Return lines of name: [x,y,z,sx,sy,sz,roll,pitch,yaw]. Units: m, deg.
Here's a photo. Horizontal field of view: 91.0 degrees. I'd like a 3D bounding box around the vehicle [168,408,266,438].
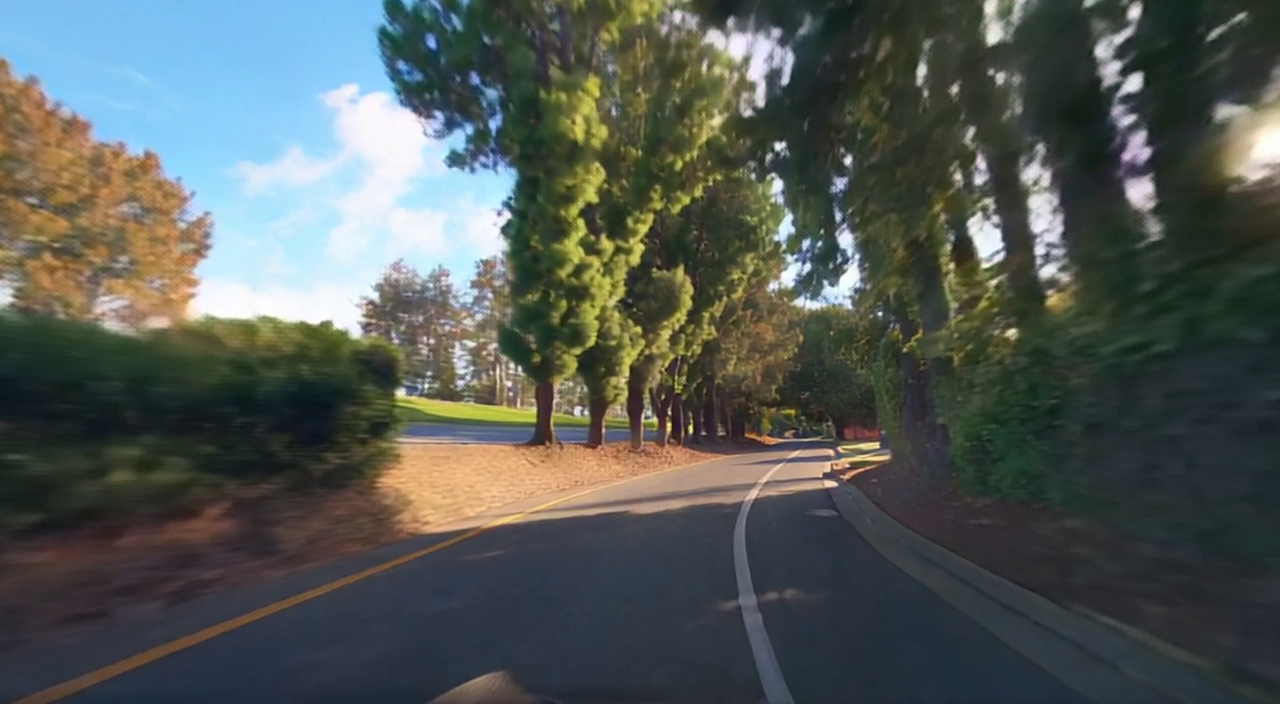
vehicle: [-32.101,5.439,48.069,2.424,2.051,5.709,-6,-9,23]
